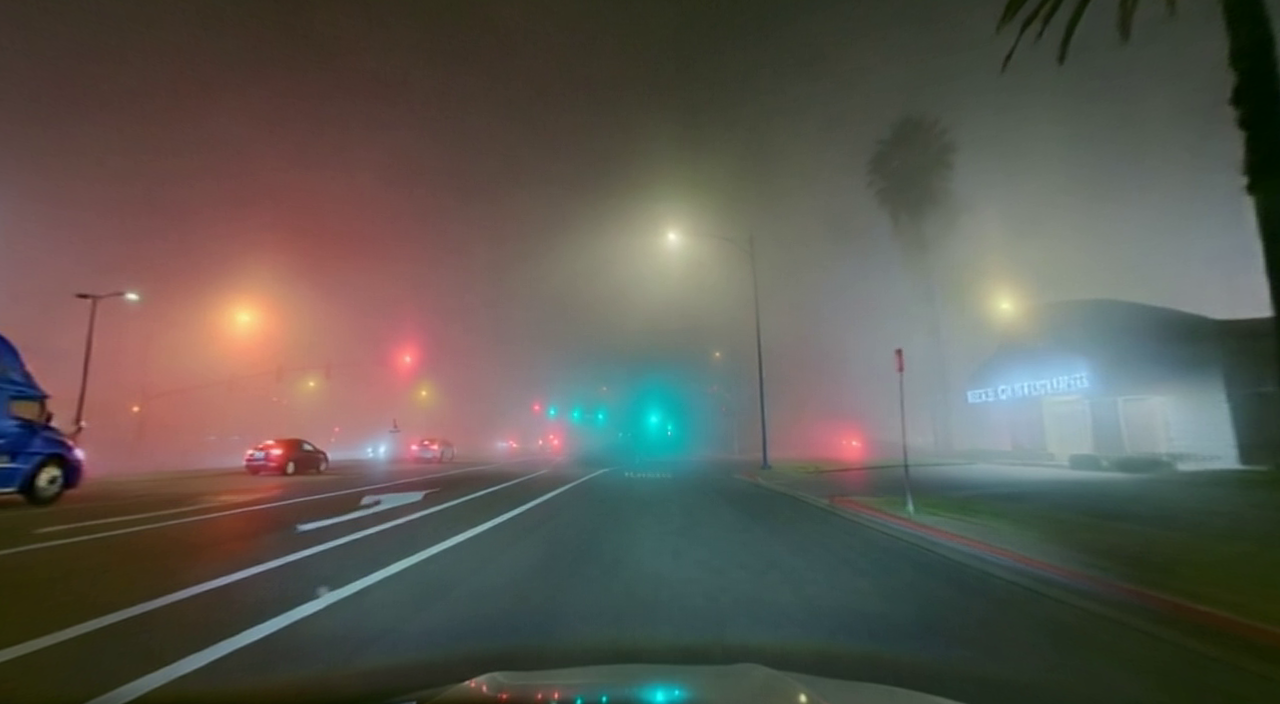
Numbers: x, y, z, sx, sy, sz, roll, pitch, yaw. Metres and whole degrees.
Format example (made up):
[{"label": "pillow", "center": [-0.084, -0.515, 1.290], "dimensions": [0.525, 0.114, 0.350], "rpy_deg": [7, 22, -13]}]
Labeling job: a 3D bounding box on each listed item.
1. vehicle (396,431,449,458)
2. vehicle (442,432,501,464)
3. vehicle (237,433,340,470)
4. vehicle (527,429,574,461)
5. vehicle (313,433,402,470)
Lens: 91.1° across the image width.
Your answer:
[{"label": "vehicle", "center": [-15.226, 6.525, 44.237], "dimensions": [2.156, 1.742, 4.264], "rpy_deg": [0, -8, 0]}, {"label": "vehicle", "center": [-8.896, 5.122, 33.465], "dimensions": [1.977, 1.584, 3.983], "rpy_deg": [0, -8, 0]}, {"label": "vehicle", "center": [-15.249, 4.338, 27.557], "dimensions": [1.916, 1.481, 4.430], "rpy_deg": [0, -8, 1]}, {"label": "vehicle", "center": [-5.320, 5.653, 38.064], "dimensions": [2.114, 1.784, 4.450], "rpy_deg": [0, -8, 1]}, {"label": "vehicle", "center": [-12.243, 4.355, 27.558], "dimensions": [1.900, 1.462, 4.225], "rpy_deg": [0, -8, 0]}]
